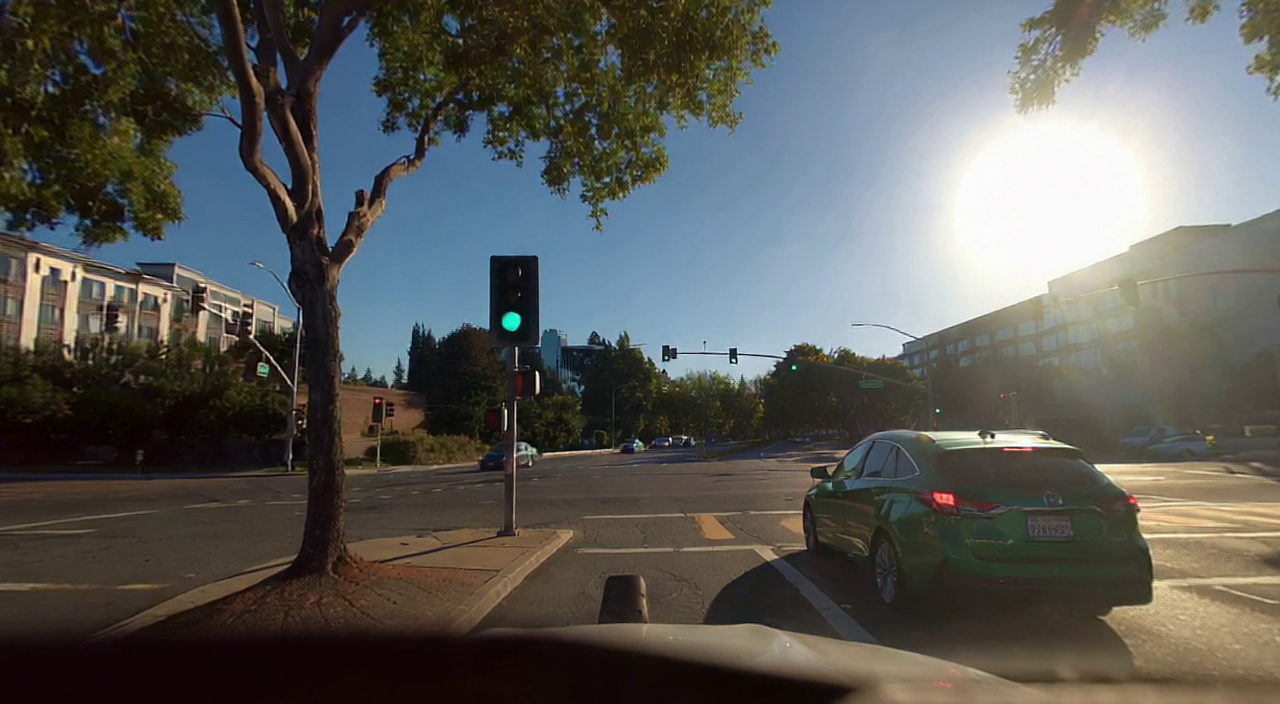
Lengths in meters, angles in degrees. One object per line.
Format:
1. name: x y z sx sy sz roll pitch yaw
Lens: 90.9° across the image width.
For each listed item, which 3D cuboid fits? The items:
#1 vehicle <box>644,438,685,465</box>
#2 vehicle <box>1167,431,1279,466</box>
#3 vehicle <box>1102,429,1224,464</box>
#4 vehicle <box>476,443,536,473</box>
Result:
1. vehicle: 1.745 6.775 43.256 2.197 1.739 4.177 -2 -8 10
2. vehicle: 26.299 4.243 27.871 4.644 1.470 1.922 1 -8 -10
3. vehicle: 25.922 4.679 31.343 4.441 1.674 2.035 1 -8 -8
4. vehicle: -6.961 5.548 33.208 1.877 1.481 3.853 -1 -8 8
